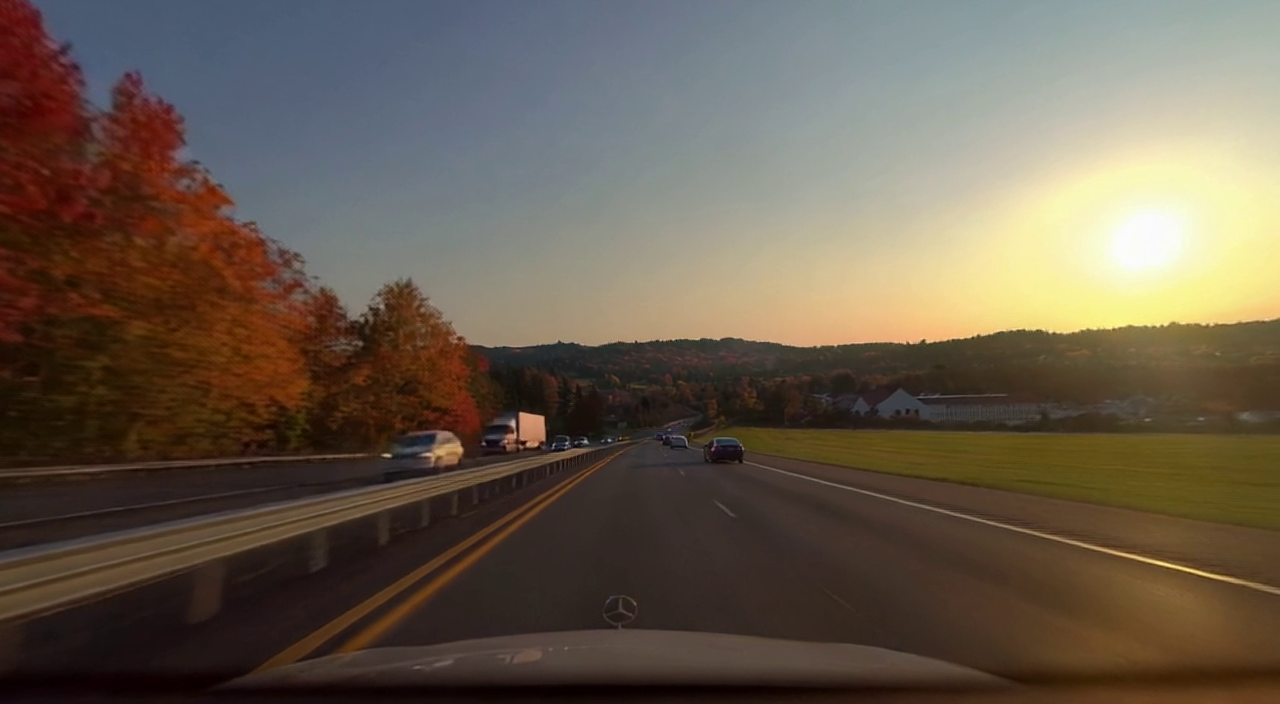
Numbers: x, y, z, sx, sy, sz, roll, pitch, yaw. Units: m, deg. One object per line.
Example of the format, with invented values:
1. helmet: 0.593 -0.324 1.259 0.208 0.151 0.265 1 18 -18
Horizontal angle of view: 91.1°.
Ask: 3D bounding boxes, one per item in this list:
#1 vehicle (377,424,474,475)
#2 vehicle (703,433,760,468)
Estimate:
1. vehicle: -8.413 3.865 25.149 2.096 1.813 4.961 -1 -8 0
2. vehicle: 4.285 4.690 30.105 2.024 1.516 4.197 0 -8 -1
